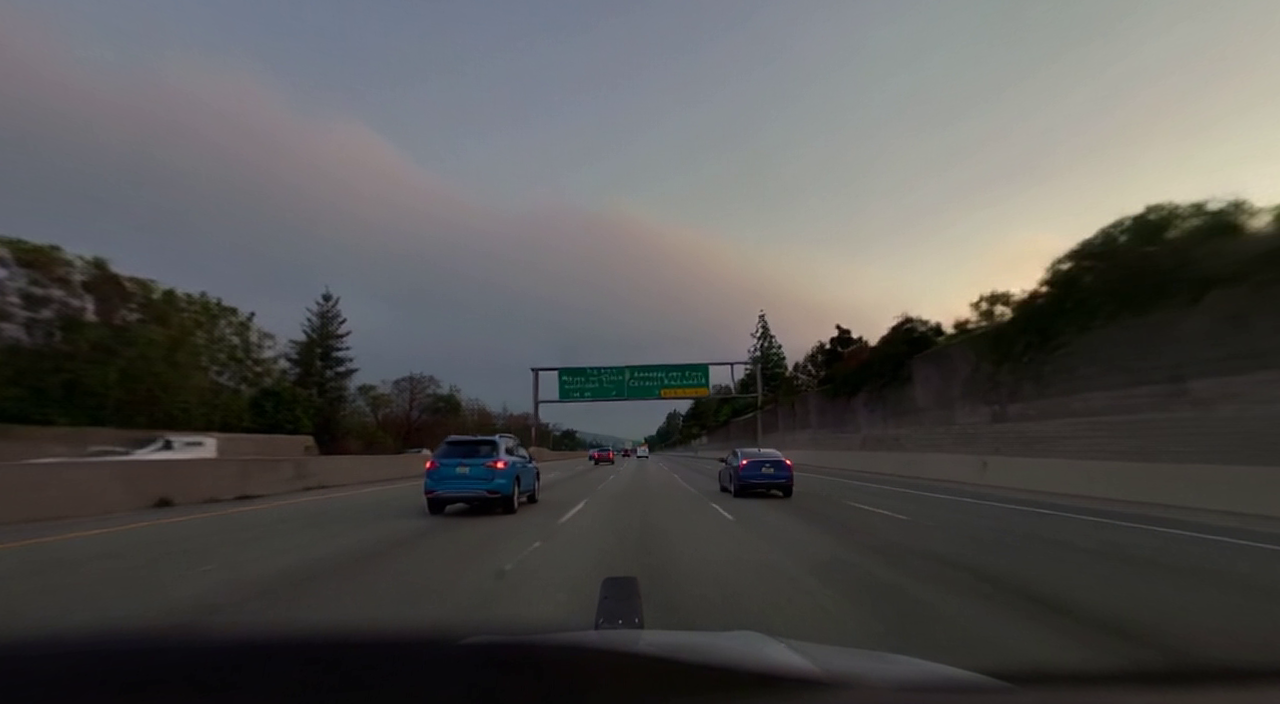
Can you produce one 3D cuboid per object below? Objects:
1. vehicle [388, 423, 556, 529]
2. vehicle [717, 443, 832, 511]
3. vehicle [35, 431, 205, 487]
[{"bbox_3d":[-3.114,2.414,12.835,2.137,1.756,4.453,0,-9,1],"label":"vehicle"},{"bbox_3d":[3.272,3.118,16.181,1.979,1.486,4.125,0,-9,-1],"label":"vehicle"},{"bbox_3d":[-21.726,4.506,26.771,2.319,2.090,5.628,0,-9,1],"label":"vehicle"}]
